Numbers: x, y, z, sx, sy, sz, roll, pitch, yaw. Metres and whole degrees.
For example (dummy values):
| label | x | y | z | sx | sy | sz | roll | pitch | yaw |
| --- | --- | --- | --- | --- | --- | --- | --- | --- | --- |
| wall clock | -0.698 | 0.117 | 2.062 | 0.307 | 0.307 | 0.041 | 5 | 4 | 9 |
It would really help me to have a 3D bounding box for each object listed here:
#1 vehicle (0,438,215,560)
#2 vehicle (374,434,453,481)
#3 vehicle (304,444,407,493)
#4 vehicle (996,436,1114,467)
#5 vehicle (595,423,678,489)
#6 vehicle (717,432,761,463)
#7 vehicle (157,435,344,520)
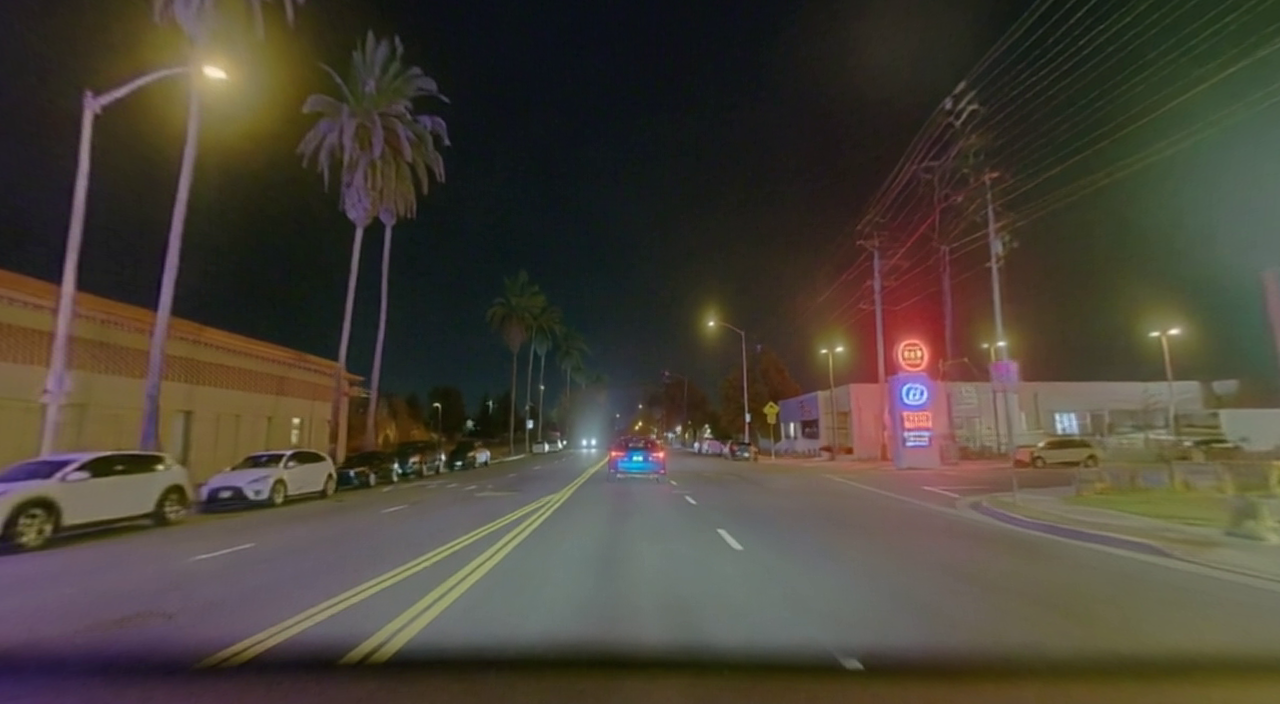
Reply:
| label | x | y | z | sx | sy | sz | roll | pitch | yaw |
| --- | --- | --- | --- | --- | --- | --- | --- | --- | --- |
| vehicle | -10.106 | 2.396 | 11.024 | 2.075 | 1.693 | 4.696 | 0 | -8 | -1 |
| vehicle | -10.043 | 4.706 | 28.268 | 1.958 | 1.937 | 4.114 | 0 | -8 | 1 |
| vehicle | -10.075 | 4.112 | 22.638 | 1.812 | 1.578 | 4.037 | 0 | -8 | 0 |
| vehicle | 20.748 | 4.984 | 31.602 | 4.488 | 1.470 | 1.994 | 0 | -9 | -2 |
| vehicle | -0.167 | 3.174 | 19.504 | 2.264 | 1.798 | 4.563 | 0 | -8 | -2 |
| vehicle | 6.039 | 5.916 | 38.896 | 2.005 | 1.775 | 4.324 | 0 | -8 | 0 |
| vehicle | -10.164 | 3.236 | 17.023 | 1.992 | 1.744 | 4.896 | -1 | -6 | -1 |
